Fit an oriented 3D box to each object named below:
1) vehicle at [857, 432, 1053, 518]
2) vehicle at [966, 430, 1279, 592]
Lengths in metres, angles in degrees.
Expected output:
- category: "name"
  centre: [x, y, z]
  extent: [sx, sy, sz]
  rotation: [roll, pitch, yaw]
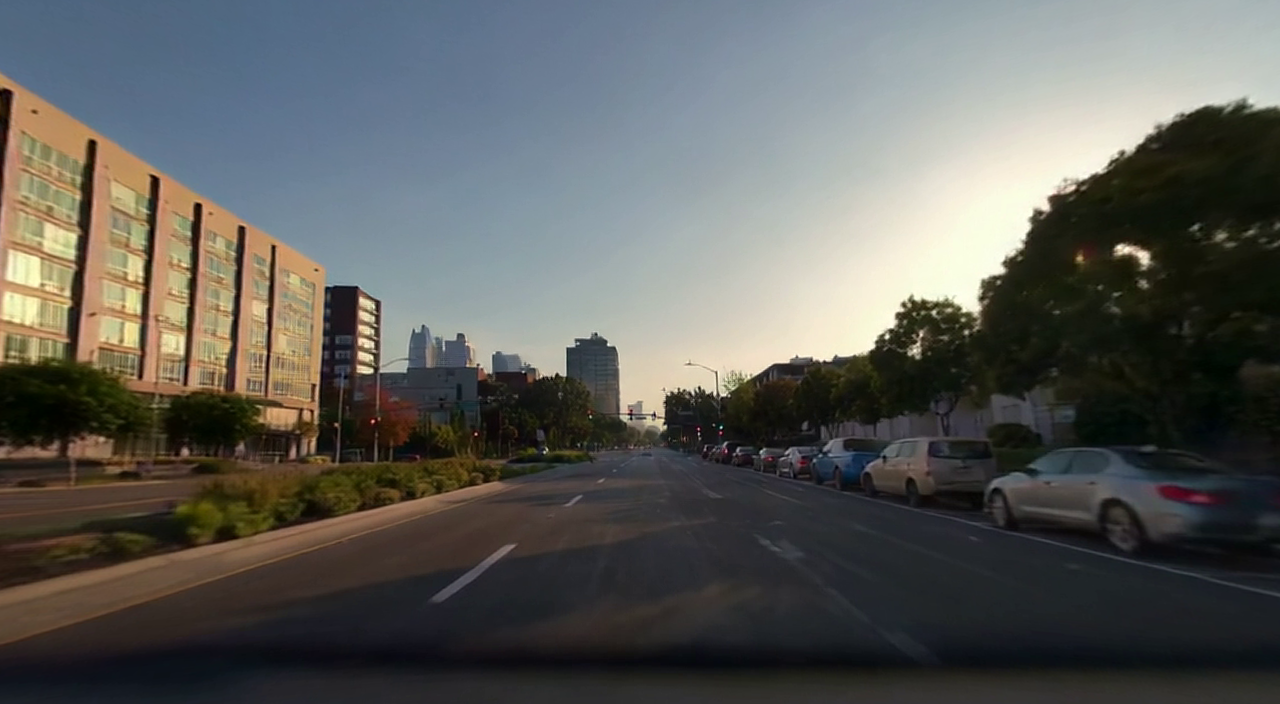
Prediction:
- category: "vehicle"
  centre: [6.903, 2.733, 14.584]
  extent: [1.951, 1.627, 5.113]
  rotation: [0, -9, 1]
- category: "vehicle"
  centre: [6.618, 1.874, 8.430]
  extent: [2.020, 1.520, 4.876]
  rotation: [0, -9, 3]
